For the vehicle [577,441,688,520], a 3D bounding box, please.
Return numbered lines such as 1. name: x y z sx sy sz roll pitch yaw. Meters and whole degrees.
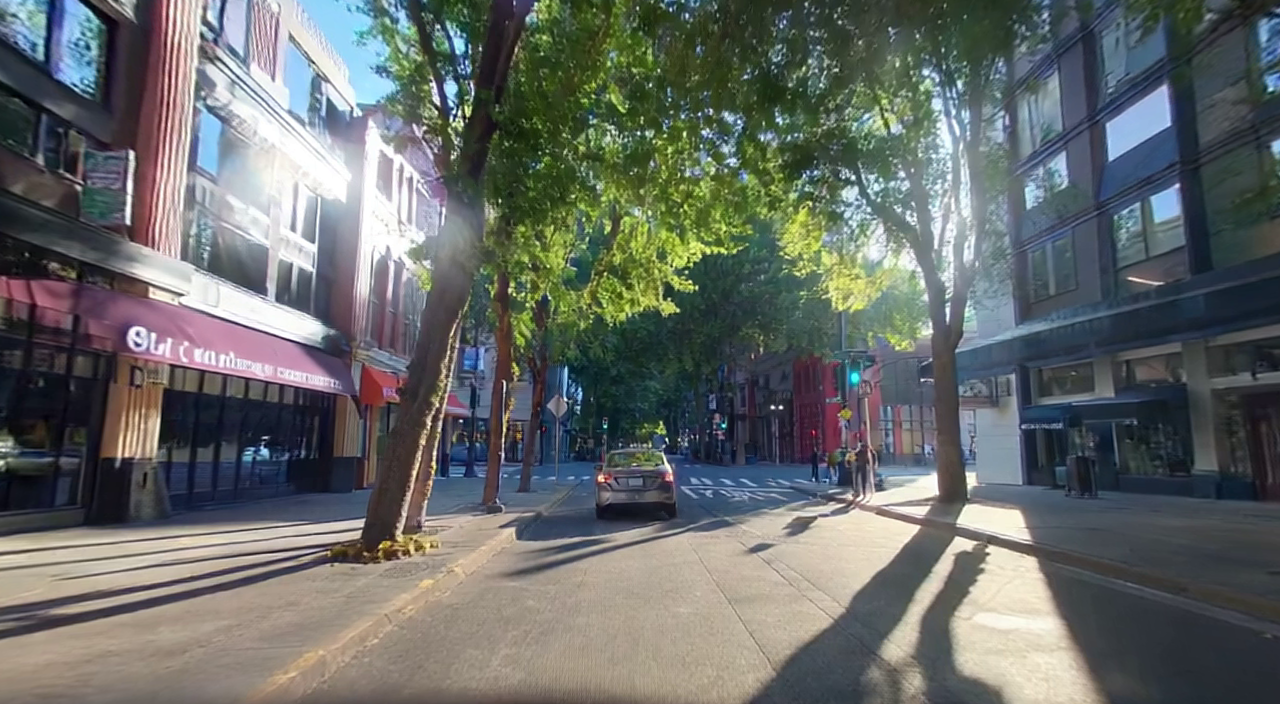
1. vehicle: -0.160 2.776 14.268 2.106 1.482 4.459 0 -9 0
